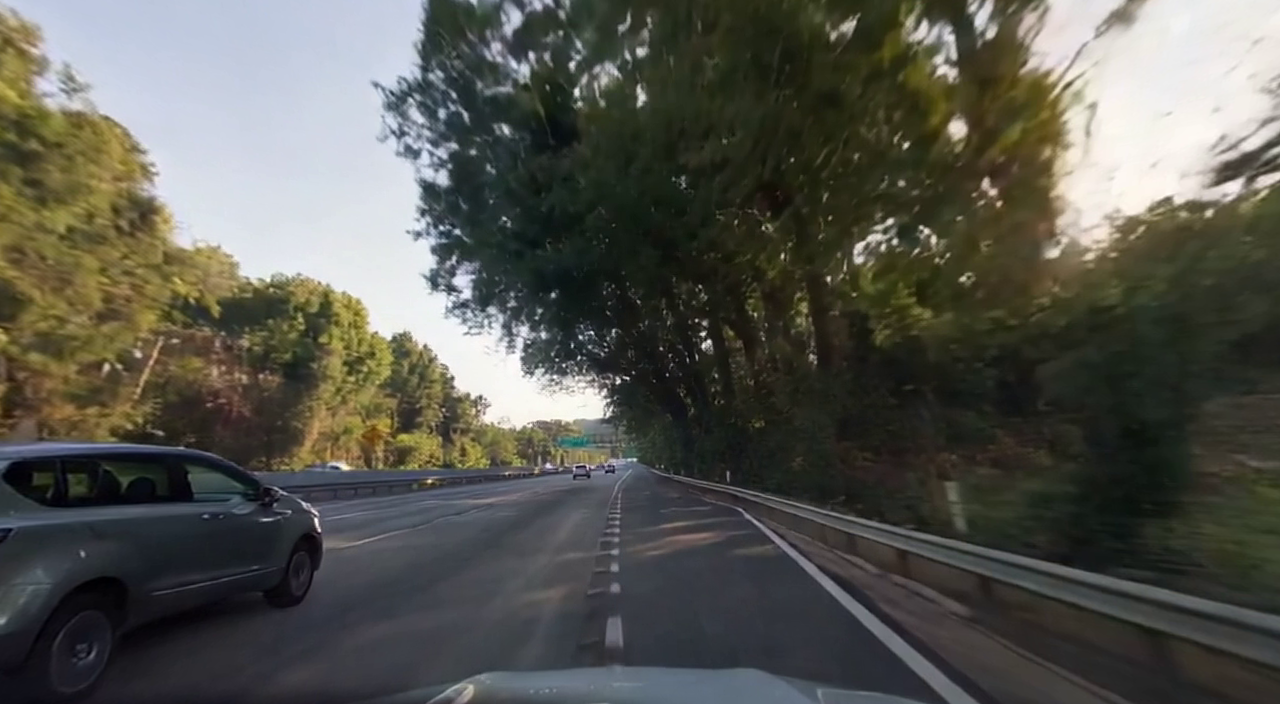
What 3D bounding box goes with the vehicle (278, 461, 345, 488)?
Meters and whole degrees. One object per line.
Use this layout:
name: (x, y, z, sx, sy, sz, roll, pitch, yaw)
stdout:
vehicle: (-19.939, 7.455, 38.423, 1.874, 1.460, 4.124, 1, -10, -1)
